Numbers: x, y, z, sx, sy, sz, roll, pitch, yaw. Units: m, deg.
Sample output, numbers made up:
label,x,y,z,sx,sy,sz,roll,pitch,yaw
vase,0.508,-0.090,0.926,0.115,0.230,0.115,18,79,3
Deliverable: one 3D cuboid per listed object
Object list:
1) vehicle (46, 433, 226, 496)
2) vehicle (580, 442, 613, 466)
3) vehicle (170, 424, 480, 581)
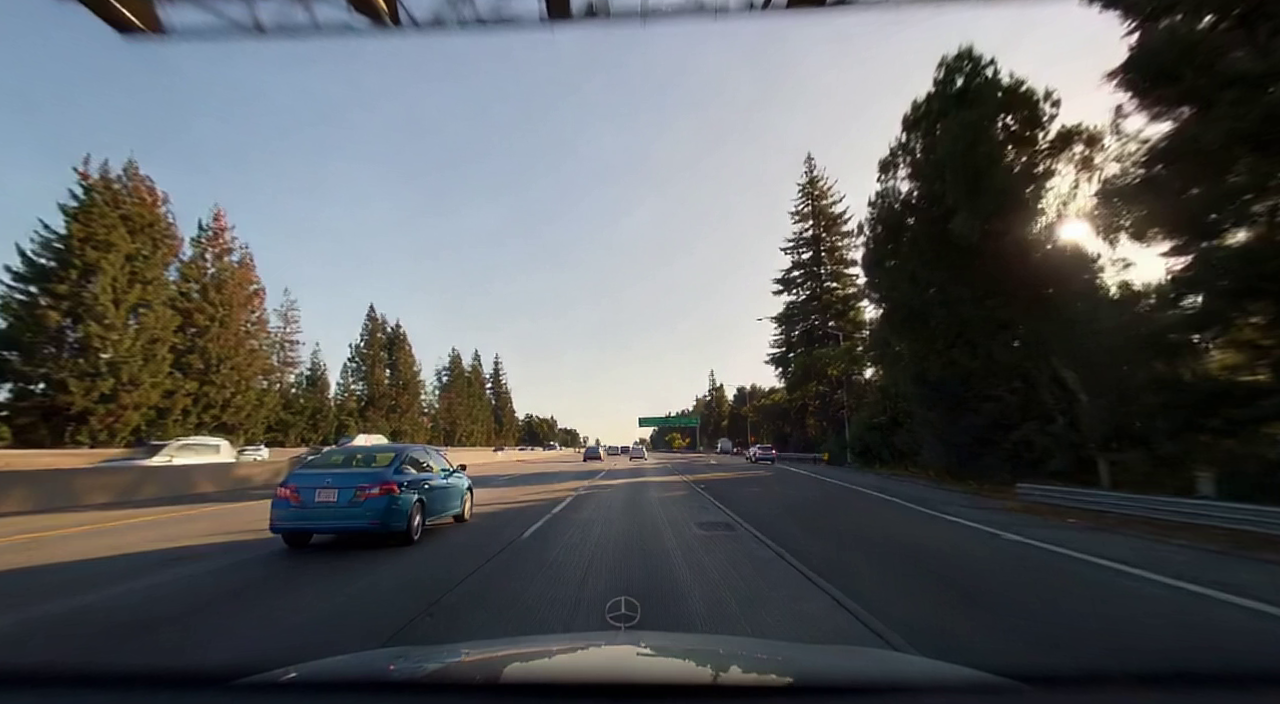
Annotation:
label,x,y,z,sx,sy,sz,roll,pitch,yaw
vehicle,-17.563,3.931,22.470,2.058,1.967,5.183,0,-9,0
vehicle,-3.241,7.780,48.194,2.206,1.683,4.300,0,-9,0
vehicle,-3.699,1.832,8.478,2.020,1.554,4.137,0,-9,0
